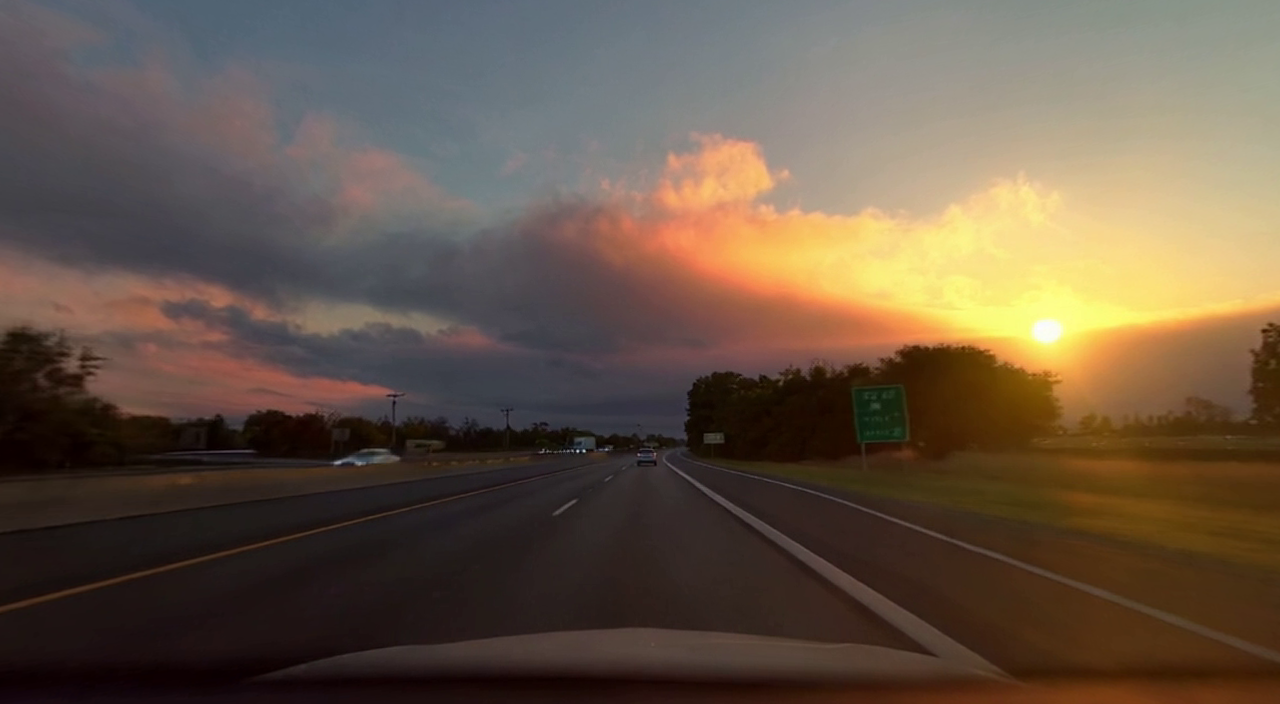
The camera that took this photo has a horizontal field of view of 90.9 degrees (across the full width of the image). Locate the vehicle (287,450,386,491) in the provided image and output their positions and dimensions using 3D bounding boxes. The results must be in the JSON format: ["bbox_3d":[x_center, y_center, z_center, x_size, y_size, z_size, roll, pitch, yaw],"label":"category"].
[{"bbox_3d":[-12.732,4.985,26.811,1.975,1.543,4.471,0,-9,0],"label":"vehicle"}]
